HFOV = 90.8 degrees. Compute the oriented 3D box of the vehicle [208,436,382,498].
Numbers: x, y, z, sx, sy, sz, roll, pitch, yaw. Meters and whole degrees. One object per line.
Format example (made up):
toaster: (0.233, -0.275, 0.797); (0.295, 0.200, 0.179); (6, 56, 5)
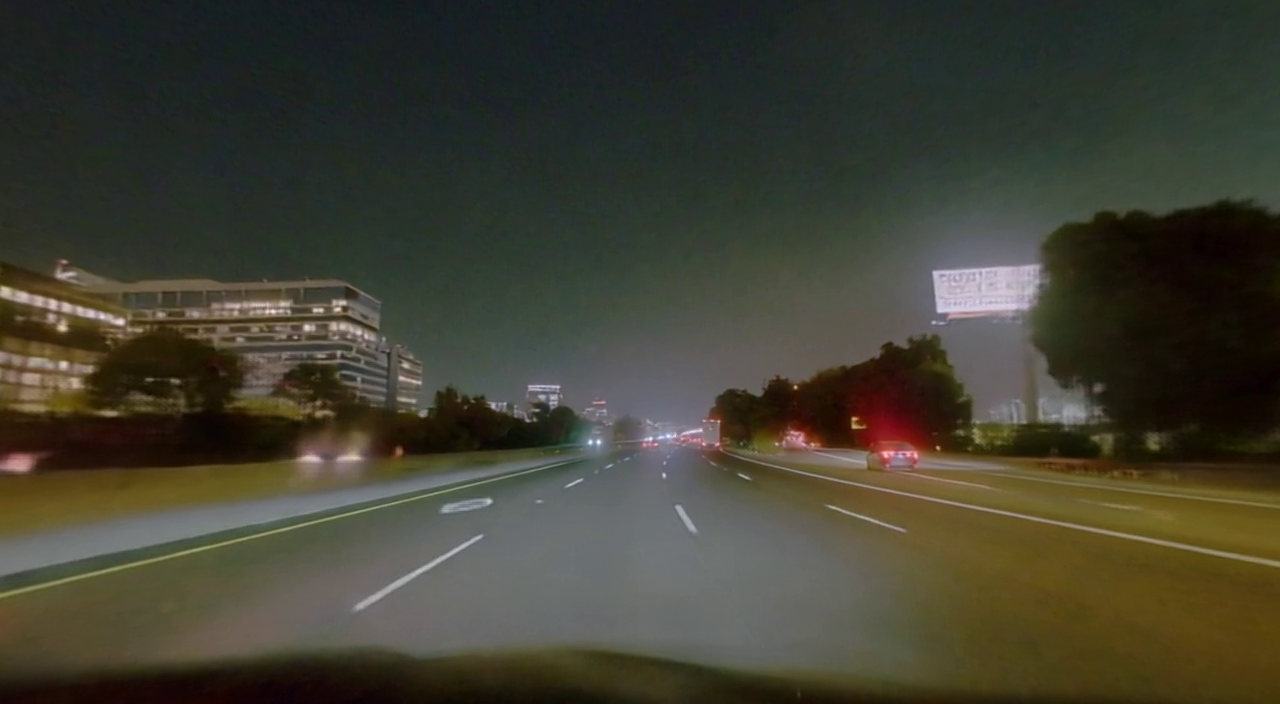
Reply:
vehicle: (-9.375, 3.152, 17.776); (2.327, 1.492, 4.540); (0, -8, 0)
